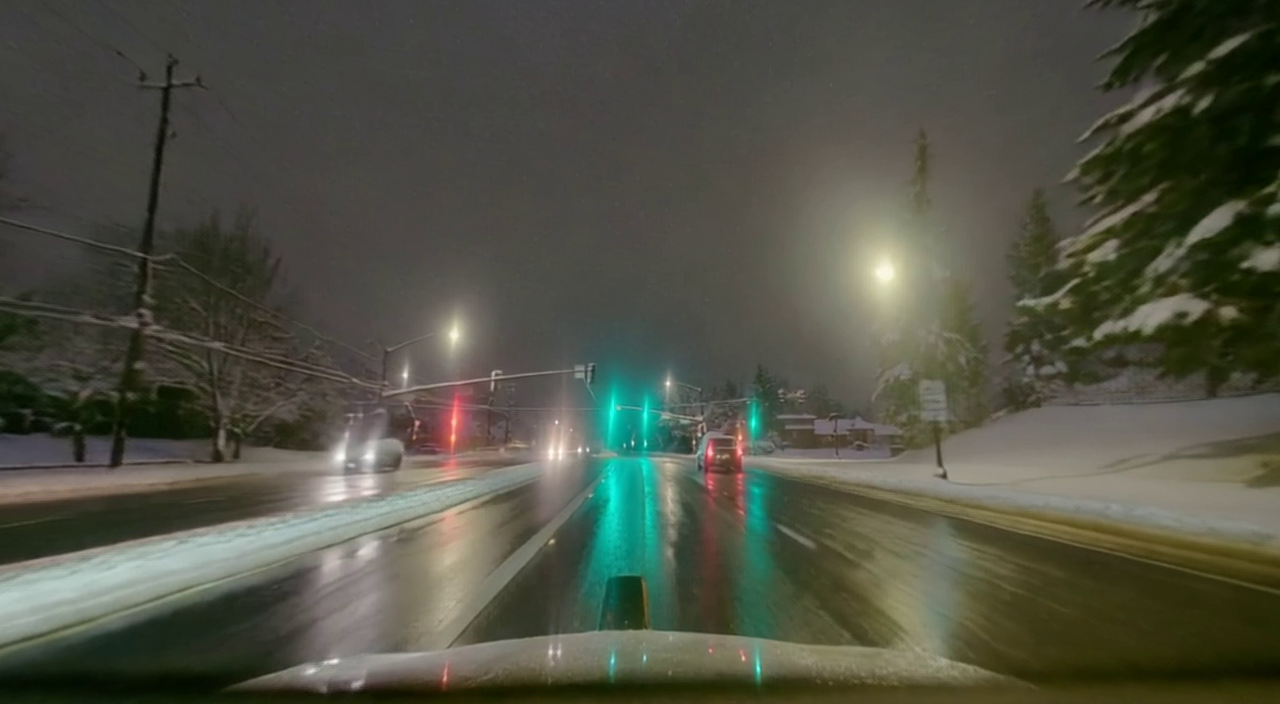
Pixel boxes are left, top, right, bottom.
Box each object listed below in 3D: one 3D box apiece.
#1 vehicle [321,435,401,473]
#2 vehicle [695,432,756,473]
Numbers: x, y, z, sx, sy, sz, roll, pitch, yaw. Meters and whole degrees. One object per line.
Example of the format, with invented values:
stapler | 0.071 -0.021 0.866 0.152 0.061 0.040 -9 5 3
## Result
vehicle | -13.349 4.896 30.488 1.925 1.670 4.371 0 -8 -1
vehicle | 3.967 4.774 30.094 2.240 1.781 4.433 0 -8 -1
